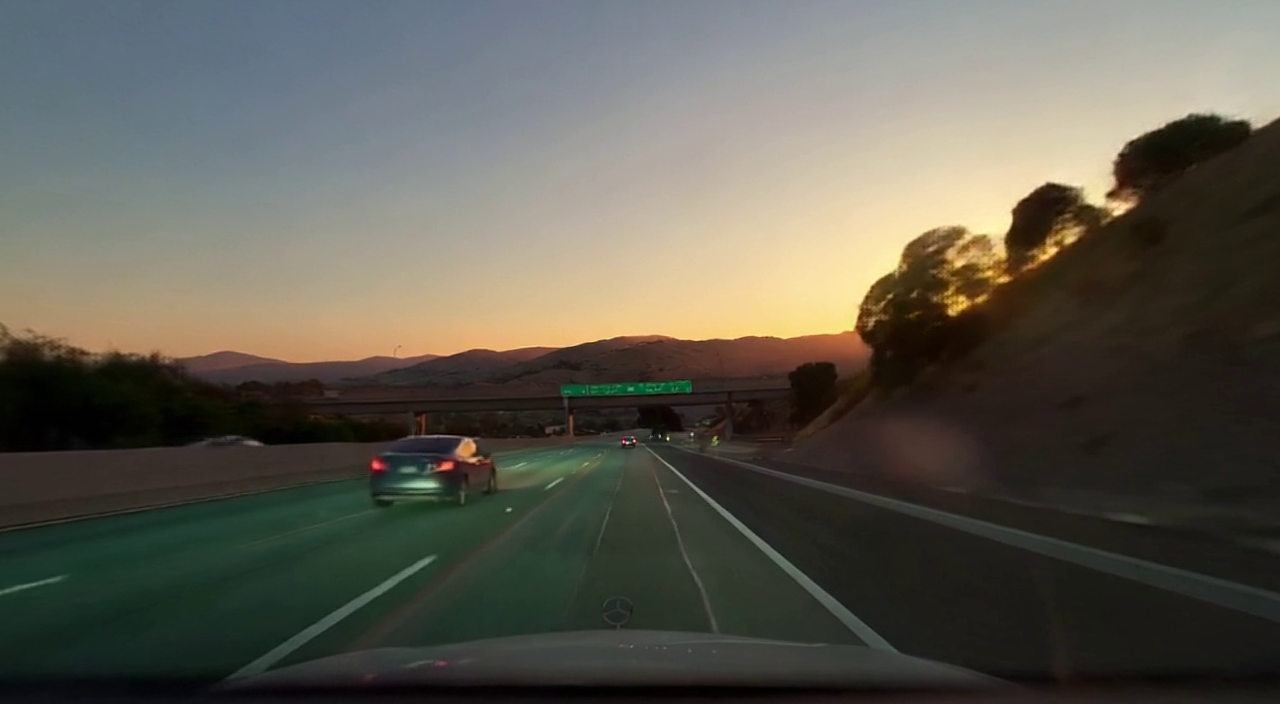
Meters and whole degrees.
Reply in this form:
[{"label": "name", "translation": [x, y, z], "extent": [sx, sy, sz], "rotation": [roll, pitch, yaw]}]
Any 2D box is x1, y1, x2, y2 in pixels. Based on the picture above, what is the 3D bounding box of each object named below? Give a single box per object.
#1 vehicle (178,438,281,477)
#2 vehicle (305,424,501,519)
[{"label": "vehicle", "translation": [-16.652, 4.249, 25.726], "extent": [1.710, 1.445, 3.666], "rotation": [0, -8, -1]}, {"label": "vehicle", "translation": [-4.551, 2.356, 13.112], "extent": [2.129, 1.588, 4.980], "rotation": [0, -8, 0]}]
